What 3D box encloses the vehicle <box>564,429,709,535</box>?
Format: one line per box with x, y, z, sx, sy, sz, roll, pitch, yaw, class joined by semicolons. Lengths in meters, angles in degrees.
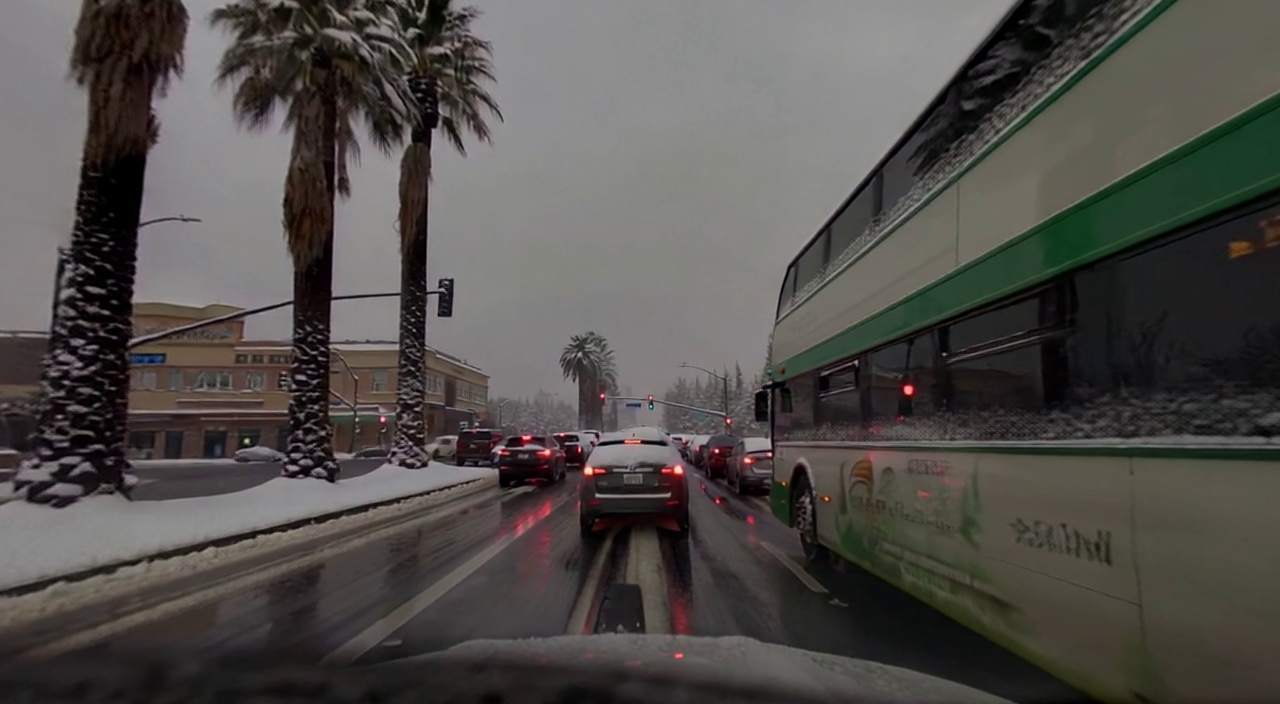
-0.054;2.141;10.958;2.060;1.499;3.831;0;-9;0;vehicle

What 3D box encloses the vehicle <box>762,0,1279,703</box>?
3.546;-0.125;3.777;2.970;4.015;13.606;0;-9;0;vehicle

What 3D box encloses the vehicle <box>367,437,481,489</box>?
-6.874;3.580;20.749;1.927;1.480;4.832;0;-9;2;vehicle

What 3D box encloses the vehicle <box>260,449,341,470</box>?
-24.199;7.675;45.183;4.653;1.472;1.870;0;-9;-4;vehicle

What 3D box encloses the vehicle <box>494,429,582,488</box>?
-3.224;3.487;20.876;2.020;1.721;4.366;0;-9;2;vehicle
